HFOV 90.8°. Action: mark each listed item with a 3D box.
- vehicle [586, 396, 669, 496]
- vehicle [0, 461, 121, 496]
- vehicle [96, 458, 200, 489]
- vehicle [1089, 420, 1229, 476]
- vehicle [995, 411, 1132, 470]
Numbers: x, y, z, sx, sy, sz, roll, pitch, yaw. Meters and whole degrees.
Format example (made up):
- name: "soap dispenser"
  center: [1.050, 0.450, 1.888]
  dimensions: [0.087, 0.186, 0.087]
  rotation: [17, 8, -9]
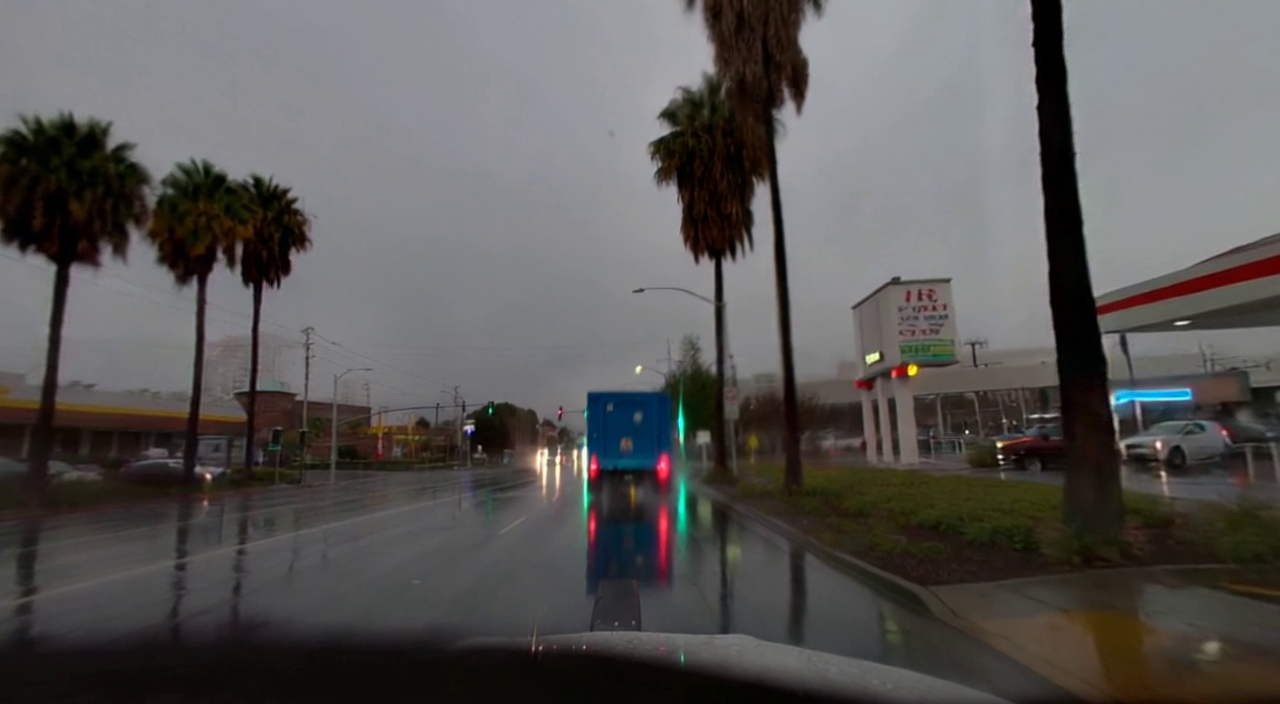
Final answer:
- name: "vehicle"
  center: [-0.288, 3.242, 21.942]
  dimensions: [2.463, 2.954, 5.938]
  rotation: [0, -8, 1]
- name: "vehicle"
  center: [-27.933, 5.985, 30.097]
  dimensions: [4.493, 1.453, 1.912]
  rotation: [4, -9, -27]
- name: "vehicle"
  center: [-28.016, 6.922, 36.169]
  dimensions: [4.303, 1.567, 2.021]
  rotation: [5, -10, -29]
- name: "vehicle"
  center: [15.190, 2.786, 18.446]
  dimensions: [4.105, 1.433, 1.931]
  rotation: [6, -10, -34]
- name: "vehicle"
  center: [15.837, 3.308, 23.559]
  dimensions: [5.078, 1.937, 2.326]
  rotation: [5, -10, -34]
